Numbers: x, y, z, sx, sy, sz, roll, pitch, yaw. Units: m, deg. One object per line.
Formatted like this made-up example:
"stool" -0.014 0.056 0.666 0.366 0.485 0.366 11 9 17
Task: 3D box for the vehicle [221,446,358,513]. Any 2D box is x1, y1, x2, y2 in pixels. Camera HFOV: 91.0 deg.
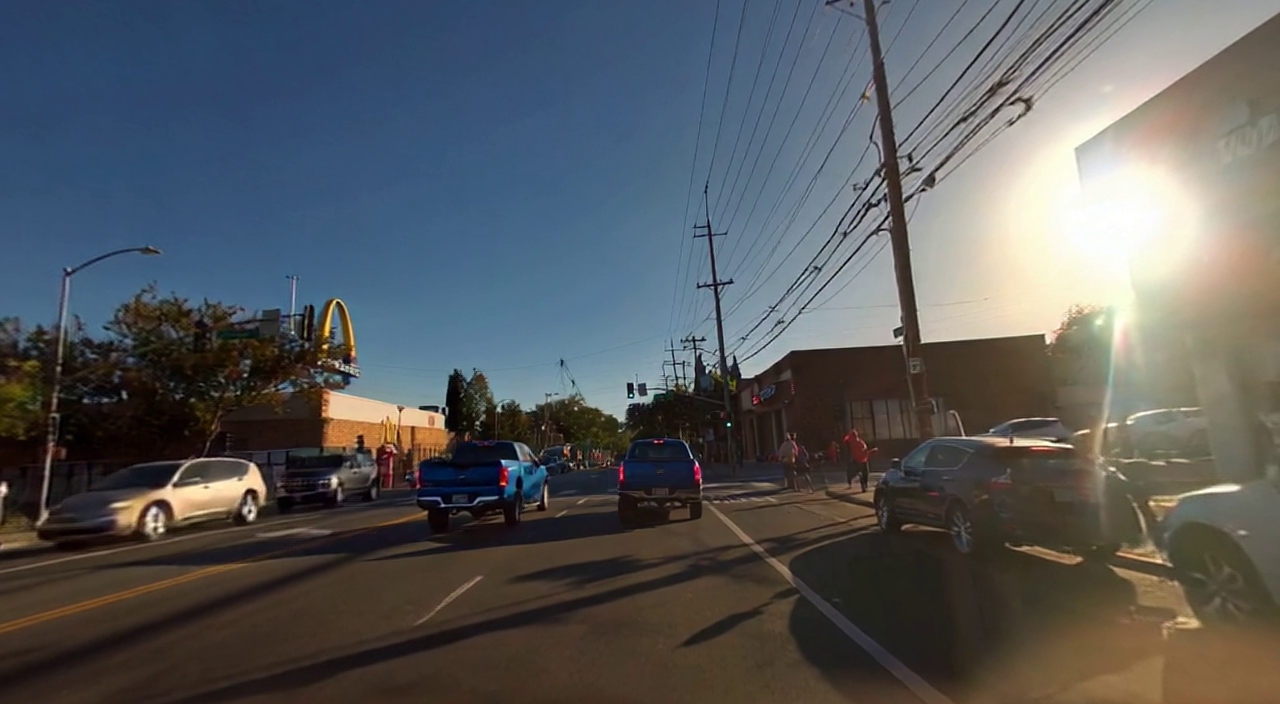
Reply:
"vehicle" -11.500 4.150 21.153 2.133 1.952 4.856 1 -9 -5

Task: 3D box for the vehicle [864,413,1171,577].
"vehicle" 5.089 1.960 9.490 1.974 1.823 4.576 0 -9 3

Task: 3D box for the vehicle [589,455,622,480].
"vehicle" -2.606 8.896 48.692 2.140 1.768 5.092 0 -9 1

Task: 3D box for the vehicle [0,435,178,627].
"vehicle" -6.228 1.403 4.791 1.994 1.551 4.414 0 -9 1

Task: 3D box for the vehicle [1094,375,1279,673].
"vehicle" 4.865 0.900 2.848 2.007 1.786 4.870 0 -9 1

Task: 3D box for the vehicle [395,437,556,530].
"vehicle" -3.139 2.615 13.166 1.995 1.554 4.618 0 -9 1

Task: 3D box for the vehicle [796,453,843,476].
"vehicle" 13.392 8.394 47.255 2.075 1.556 4.585 1 -9 -1

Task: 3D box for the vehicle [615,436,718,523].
"vehicle" 0.796 2.925 15.092 2.089 1.699 4.650 -1 -9 7
